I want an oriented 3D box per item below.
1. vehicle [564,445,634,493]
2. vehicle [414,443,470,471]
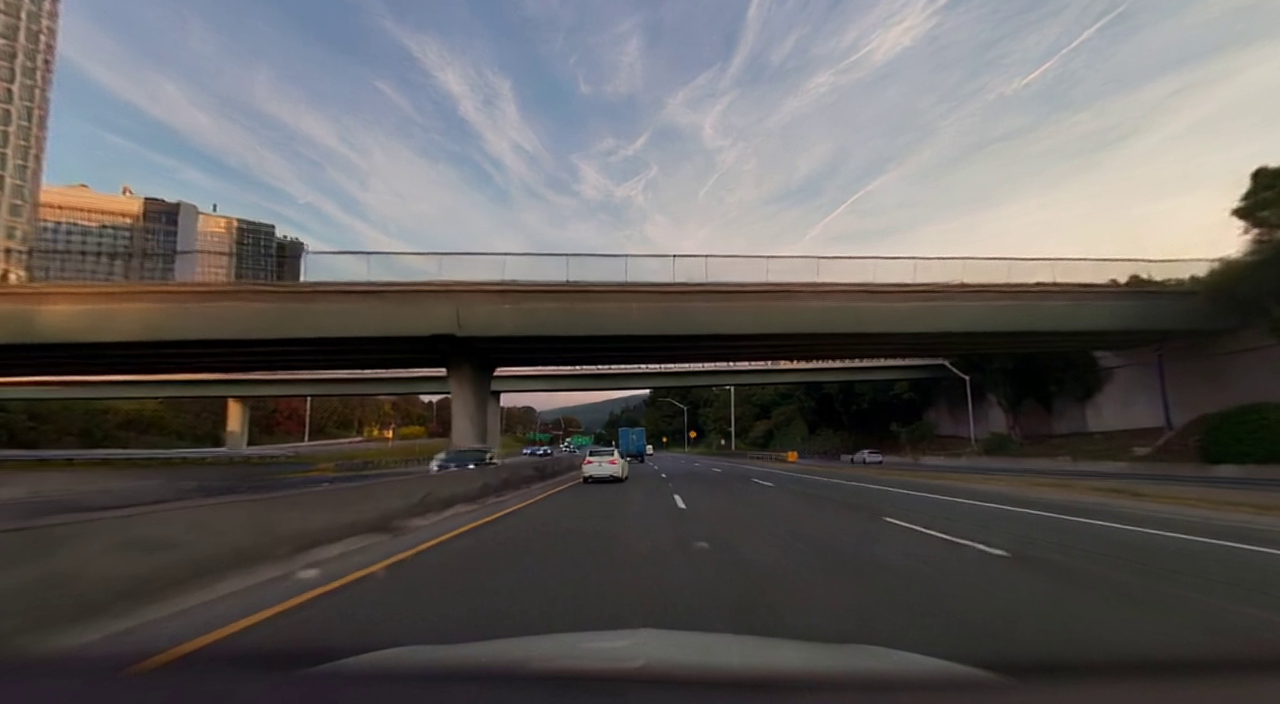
[{"bbox_3d":[-1.313,4.004,21.999,2.039,1.478,4.483,0,-9,1],"label":"vehicle"},{"bbox_3d":[-12.237,6.510,39.218,1.911,1.633,4.305,0,-9,2],"label":"vehicle"}]
